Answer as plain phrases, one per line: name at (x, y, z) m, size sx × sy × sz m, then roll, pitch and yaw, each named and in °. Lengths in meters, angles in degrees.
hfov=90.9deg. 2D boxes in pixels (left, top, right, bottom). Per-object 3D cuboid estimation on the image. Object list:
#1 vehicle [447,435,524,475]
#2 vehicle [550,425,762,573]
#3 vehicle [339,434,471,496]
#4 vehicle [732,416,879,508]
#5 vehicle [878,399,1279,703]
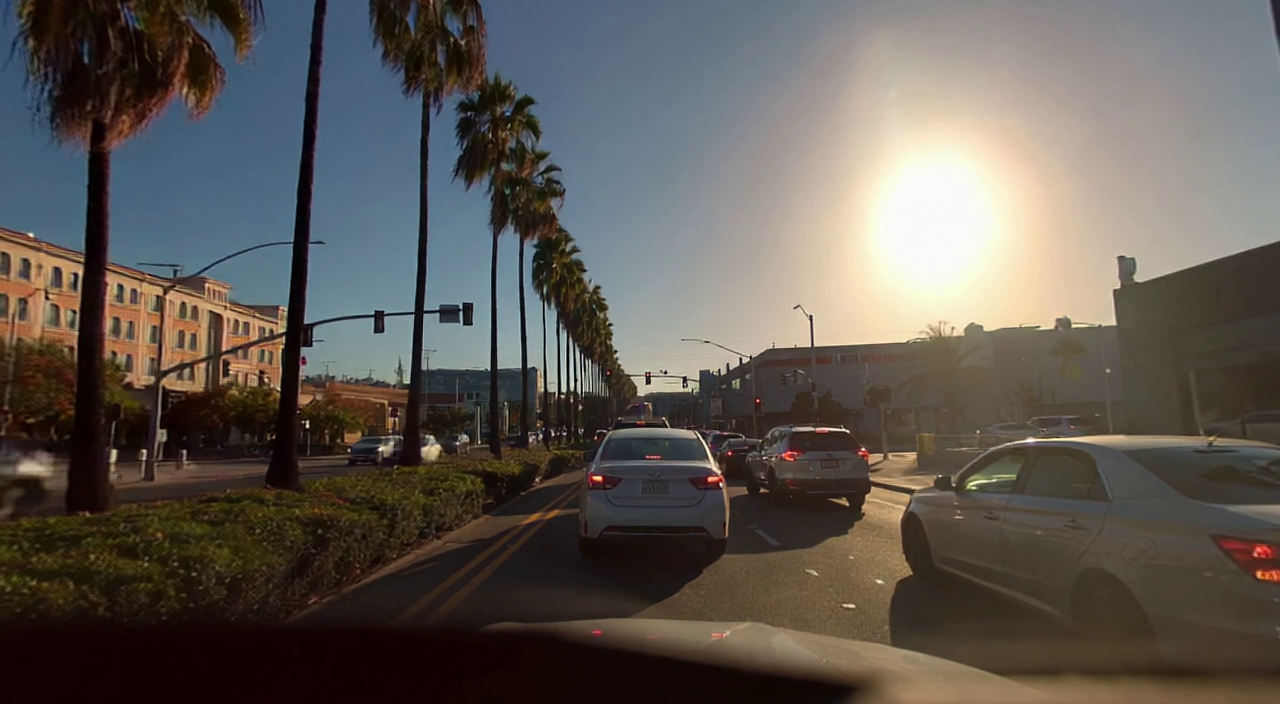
vehicle at (-6.048, 4.093, 25.224) m, size 1.822 × 1.456 × 4.396 m, roll -1°, pitch -8°, yaw 2°
vehicle at (0.172, 1.788, 8.455) m, size 2.140 × 1.474 × 4.026 m, roll 0°, pitch -8°, yaw 0°
vehicle at (-6.250, 3.053, 17.368) m, size 1.900 × 1.487 × 4.165 m, roll 0°, pitch -8°, yaw 2°
vehicle at (3.492, 2.425, 14.305) m, size 2.169 × 1.751 × 4.276 m, roll 0°, pitch -8°, yaw 0°
vehicle at (3.540, 1.226, 4.476) m, size 1.910 × 1.490 × 4.661 m, roll 0°, pitch -8°, yaw 1°
